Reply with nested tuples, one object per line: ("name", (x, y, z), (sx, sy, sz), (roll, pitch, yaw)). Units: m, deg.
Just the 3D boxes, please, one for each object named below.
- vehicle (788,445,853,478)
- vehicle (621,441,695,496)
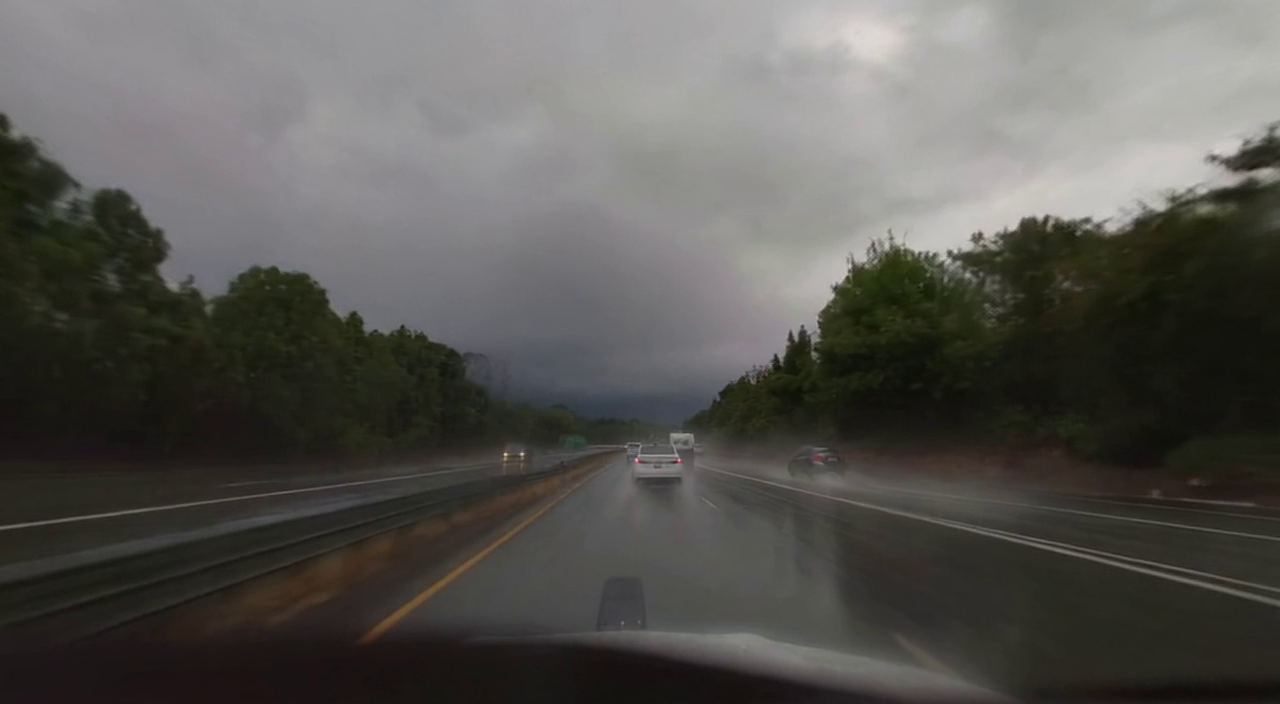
("vehicle", (8.651, 5.270, 30.486), (1.926, 1.483, 3.528), (0, -9, -3))
("vehicle", (0.461, 3.560, 19.627), (2.053, 1.483, 4.185), (0, -9, -1))
